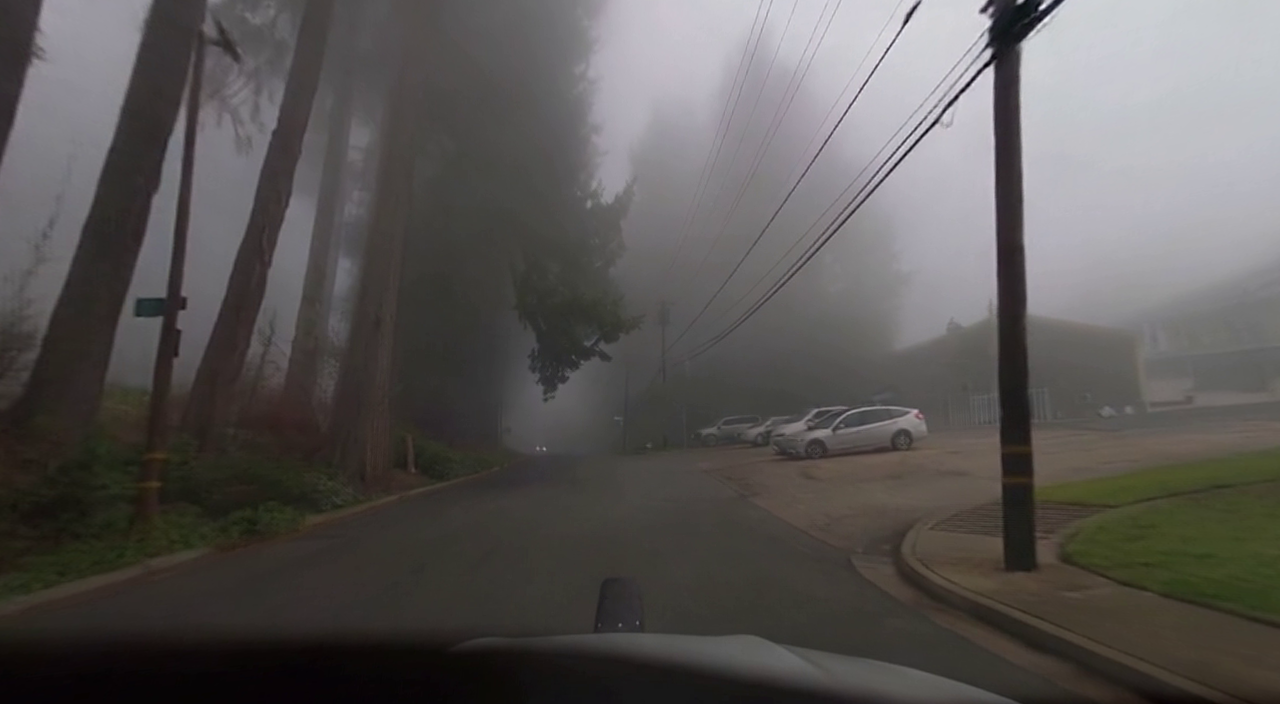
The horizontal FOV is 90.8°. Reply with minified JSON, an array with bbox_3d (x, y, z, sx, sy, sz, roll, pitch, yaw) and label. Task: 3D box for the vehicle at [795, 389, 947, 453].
[{"bbox_3d":[7.858,2.409,21.528,4.780,1.984,1.896,4,-9,-24],"label":"vehicle"}]
